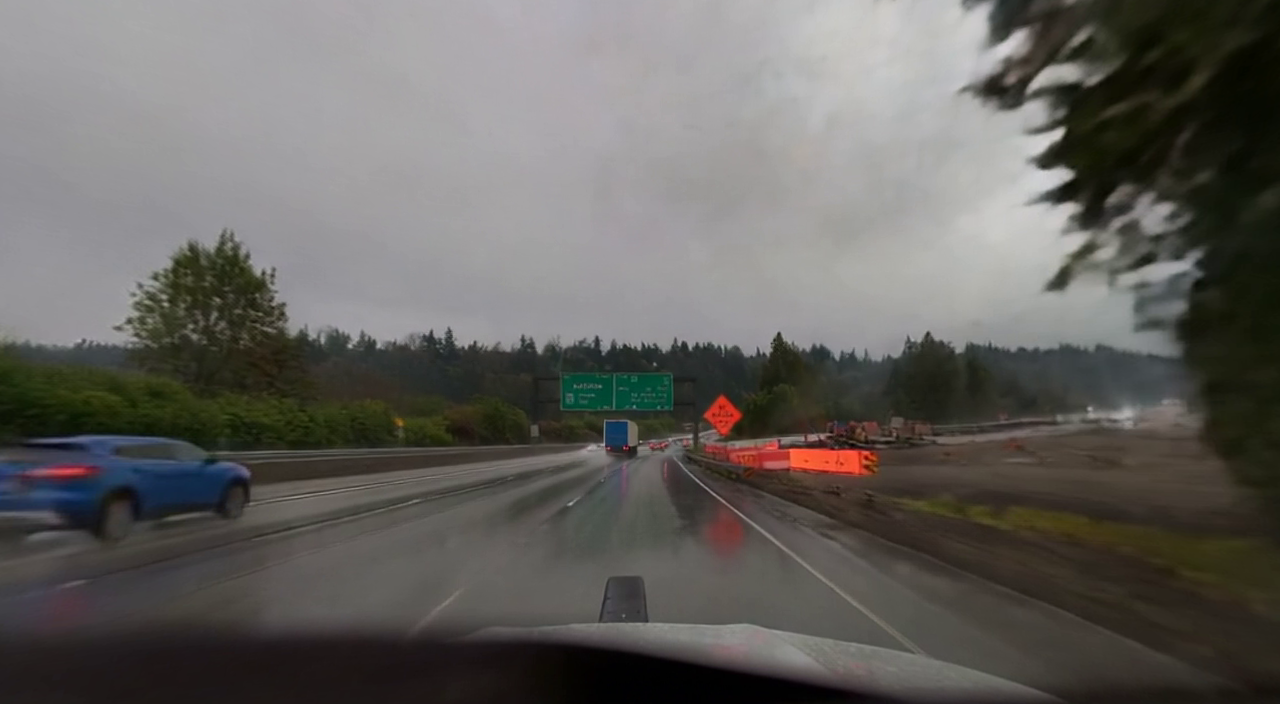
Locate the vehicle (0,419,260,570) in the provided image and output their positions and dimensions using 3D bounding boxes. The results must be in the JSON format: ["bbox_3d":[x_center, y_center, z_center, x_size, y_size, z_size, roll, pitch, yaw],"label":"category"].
[{"bbox_3d":[-7.451,1.820,8.661,1.893,1.566,4.051,0,-9,0],"label":"vehicle"}]
